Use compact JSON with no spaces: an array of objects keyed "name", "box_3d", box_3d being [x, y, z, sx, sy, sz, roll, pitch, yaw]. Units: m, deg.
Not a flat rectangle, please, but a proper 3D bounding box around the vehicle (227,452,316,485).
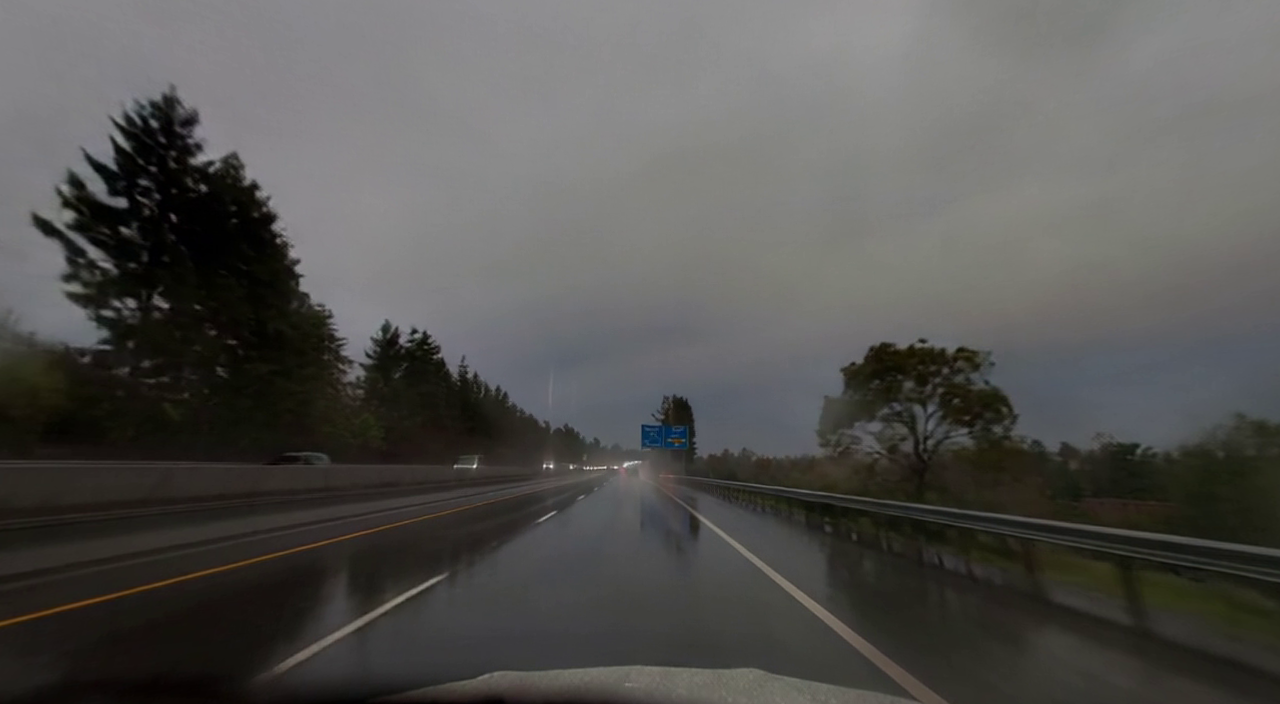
[{"name":"vehicle","box_3d":[-17.342,5.529,29.893,1.941,1.438,3.725,1,-10,-1]}]
